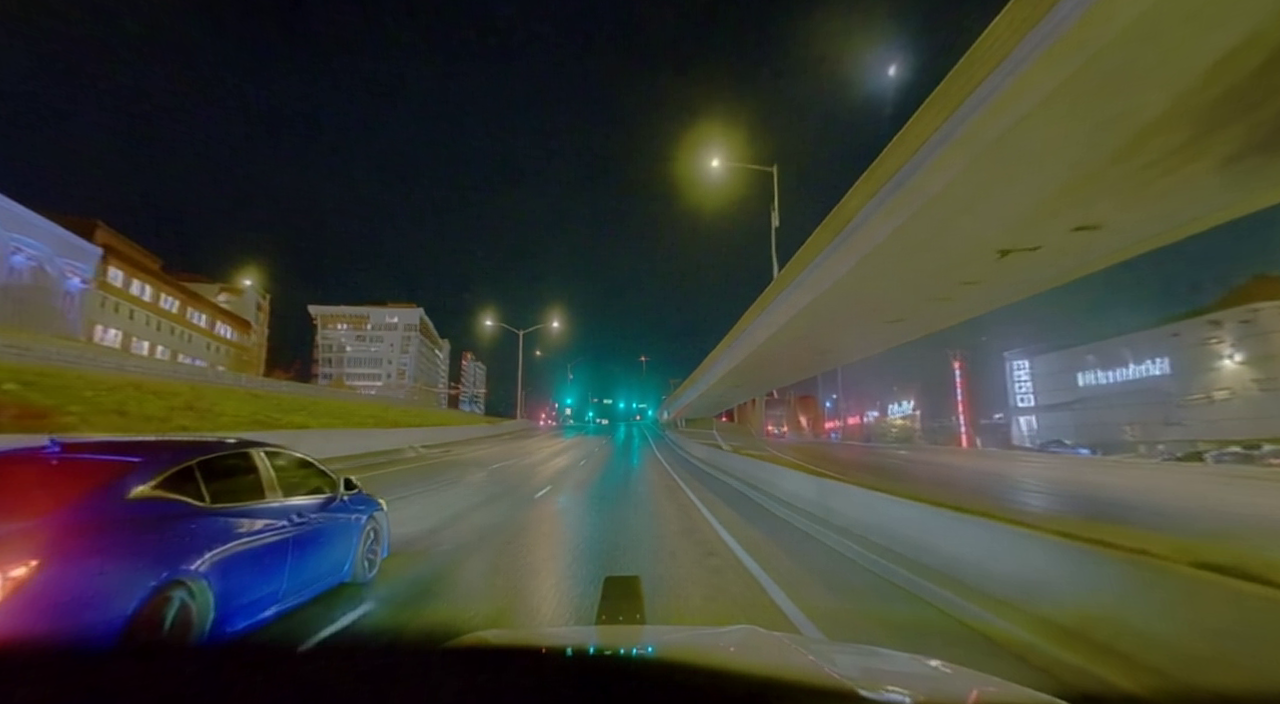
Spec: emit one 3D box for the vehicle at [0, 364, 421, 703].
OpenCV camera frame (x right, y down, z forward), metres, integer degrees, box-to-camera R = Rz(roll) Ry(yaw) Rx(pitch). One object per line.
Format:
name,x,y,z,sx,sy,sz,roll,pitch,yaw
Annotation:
vehicle,-3.155,1.055,3.906,2.041,1.470,4.290,0,-9,0
